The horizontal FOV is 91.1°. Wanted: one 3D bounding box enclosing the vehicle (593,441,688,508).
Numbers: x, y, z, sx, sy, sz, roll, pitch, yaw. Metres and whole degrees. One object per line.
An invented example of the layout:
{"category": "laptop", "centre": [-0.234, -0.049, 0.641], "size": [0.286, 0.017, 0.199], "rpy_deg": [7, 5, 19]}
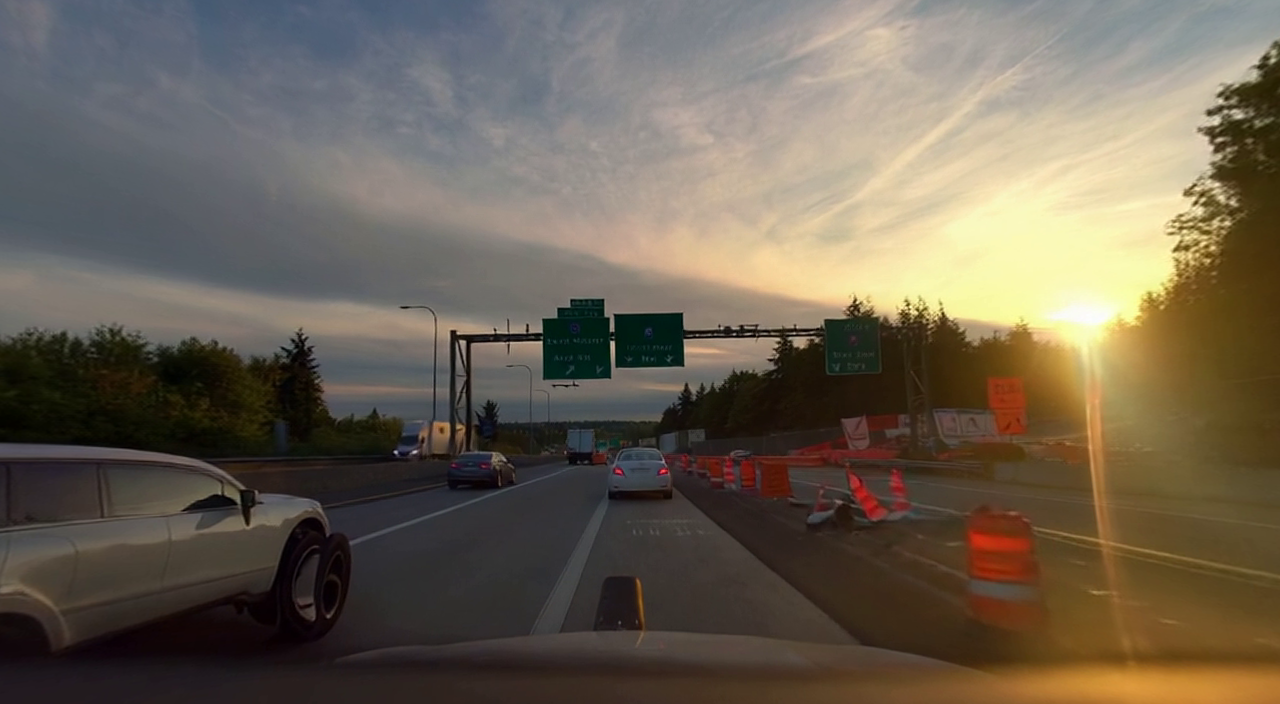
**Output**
{"category": "vehicle", "centre": [-0.013, 2.974, 15.621], "size": [2.080, 1.451, 3.512], "rpy_deg": [0, -9, -1]}

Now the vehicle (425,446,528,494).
{"category": "vehicle", "centre": [-5.242, 3.819, 20.725], "size": [2.063, 1.417, 4.000], "rpy_deg": [-1, -9, 4]}

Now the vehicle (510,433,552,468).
{"category": "vehicle", "centre": [-7.593, 6.931, 44.146], "size": [2.204, 2.295, 4.830], "rpy_deg": [0, -9, -2]}
